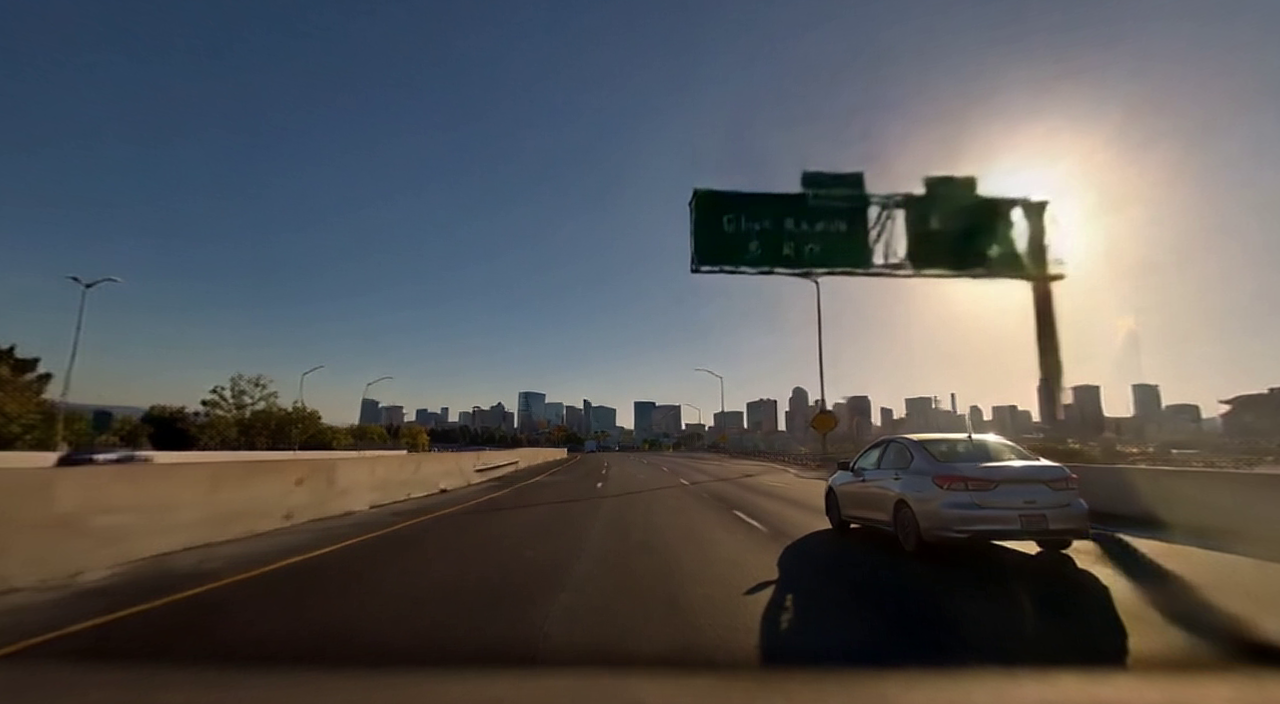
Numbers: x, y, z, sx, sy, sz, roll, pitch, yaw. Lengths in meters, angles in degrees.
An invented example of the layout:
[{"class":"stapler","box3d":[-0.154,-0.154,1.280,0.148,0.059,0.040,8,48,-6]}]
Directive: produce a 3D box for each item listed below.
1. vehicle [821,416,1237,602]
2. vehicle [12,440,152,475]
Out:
[{"class":"vehicle","box3d":[4.028,1.703,7.818,2.104,1.575,4.698,0,-9,-1]},{"class":"vehicle","box3d":[-25.585,4.837,29.203,2.158,1.466,4.639,0,-9,1]}]
